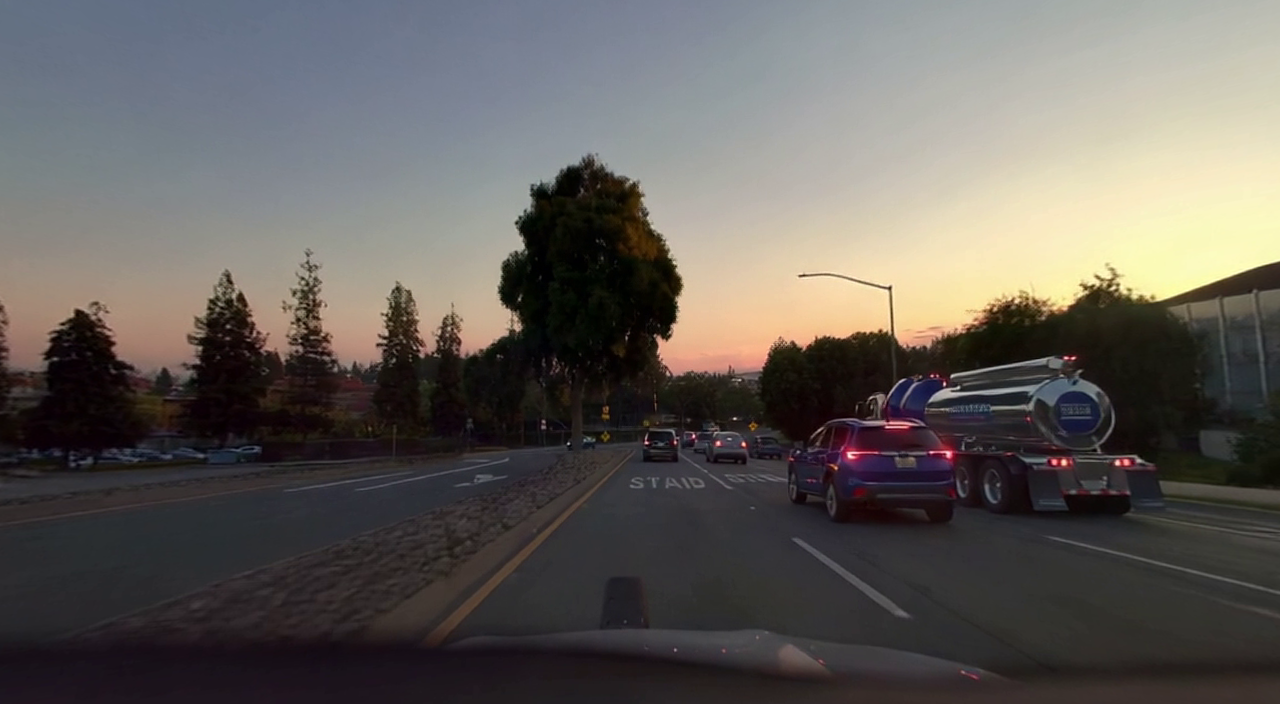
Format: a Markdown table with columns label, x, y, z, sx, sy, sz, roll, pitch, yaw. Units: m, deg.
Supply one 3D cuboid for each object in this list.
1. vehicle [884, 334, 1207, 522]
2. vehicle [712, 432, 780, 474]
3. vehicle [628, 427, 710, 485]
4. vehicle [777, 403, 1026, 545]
| label | x | y | z | sx | sy | sz | roll | pitch | yaw |
| --- | --- | --- | --- | --- | --- | --- | --- | --- | --- |
| vehicle | 8.159 | 1.735 | 14.004 | 2.849 | 3.207 | 6.275 | 0 | -8 | -1 |
| vehicle | 4.040 | 3.931 | 24.654 | 1.917 | 1.475 | 4.081 | 0 | -8 | -1 |
| vehicle | 0.793 | 3.030 | 18.554 | 2.148 | 1.488 | 4.002 | 0 | -8 | 1 |
| vehicle | 3.714 | 1.838 | 10.089 | 2.045 | 1.729 | 4.532 | 0 | -8 | 0 |
